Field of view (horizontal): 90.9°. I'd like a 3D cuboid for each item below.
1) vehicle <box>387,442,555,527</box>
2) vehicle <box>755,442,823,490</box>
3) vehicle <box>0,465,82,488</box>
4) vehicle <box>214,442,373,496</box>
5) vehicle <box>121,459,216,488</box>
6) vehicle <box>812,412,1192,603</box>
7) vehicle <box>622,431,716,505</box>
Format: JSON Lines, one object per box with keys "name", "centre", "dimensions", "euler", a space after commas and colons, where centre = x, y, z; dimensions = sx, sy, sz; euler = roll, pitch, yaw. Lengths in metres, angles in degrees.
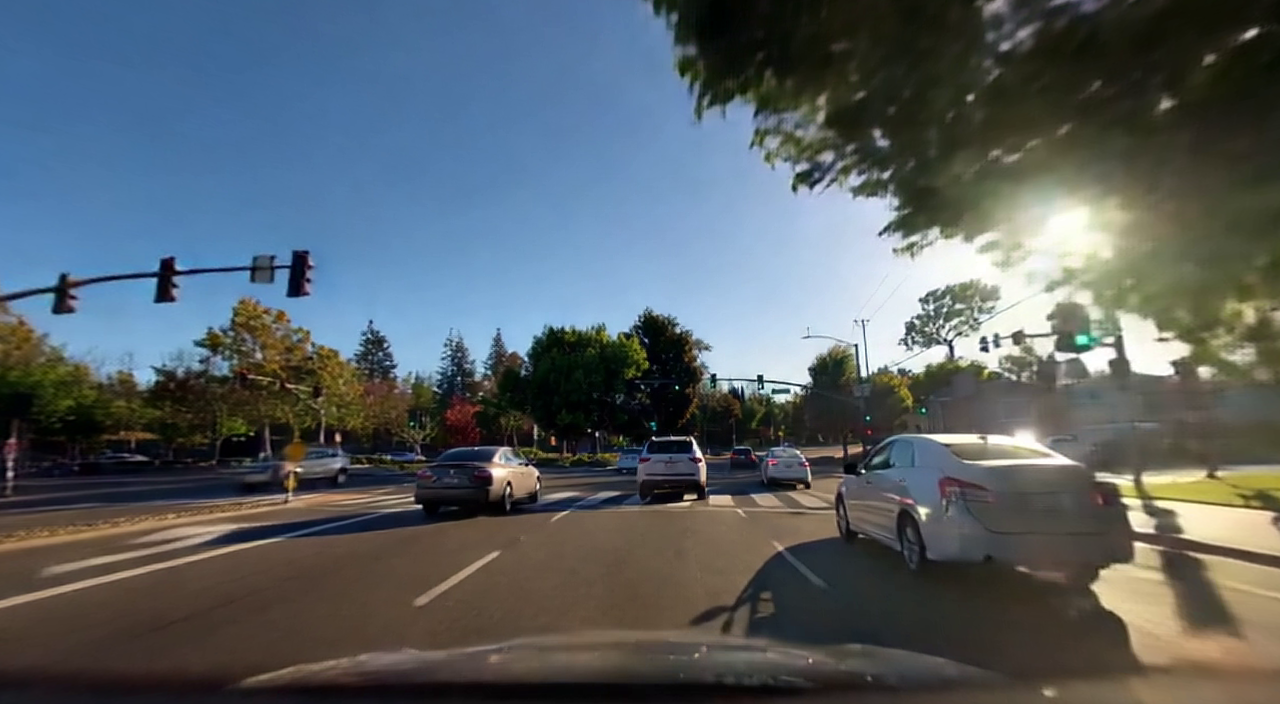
{"name": "vehicle", "centre": [-3.293, 2.684, 13.432], "dimensions": [2.006, 1.464, 4.586], "euler": [-1, -9, 4]}
{"name": "vehicle", "centre": [5.207, 4.007, 22.415], "dimensions": [1.859, 1.540, 3.454], "euler": [-1, -9, 6]}
{"name": "vehicle", "centre": [-42.288, 8.716, 44.101], "dimensions": [4.634, 1.452, 1.888], "euler": [0, -9, 0]}
{"name": "vehicle", "centre": [-12.155, 4.109, 22.276], "dimensions": [4.578, 1.759, 1.996], "euler": [-2, -9, 9]}
{"name": "vehicle", "centre": [-29.331, 7.557, 39.249], "dimensions": [4.711, 1.661, 1.990], "euler": [-2, -9, 11]}
{"name": "vehicle", "centre": [3.784, 1.710, 7.879], "dimensions": [2.106, 1.636, 4.655], "euler": [-1, -9, 2]}
{"name": "vehicle", "centre": [0.893, 3.170, 17.607], "dimensions": [2.250, 1.768, 4.574], "euler": [-1, -9, 5]}
